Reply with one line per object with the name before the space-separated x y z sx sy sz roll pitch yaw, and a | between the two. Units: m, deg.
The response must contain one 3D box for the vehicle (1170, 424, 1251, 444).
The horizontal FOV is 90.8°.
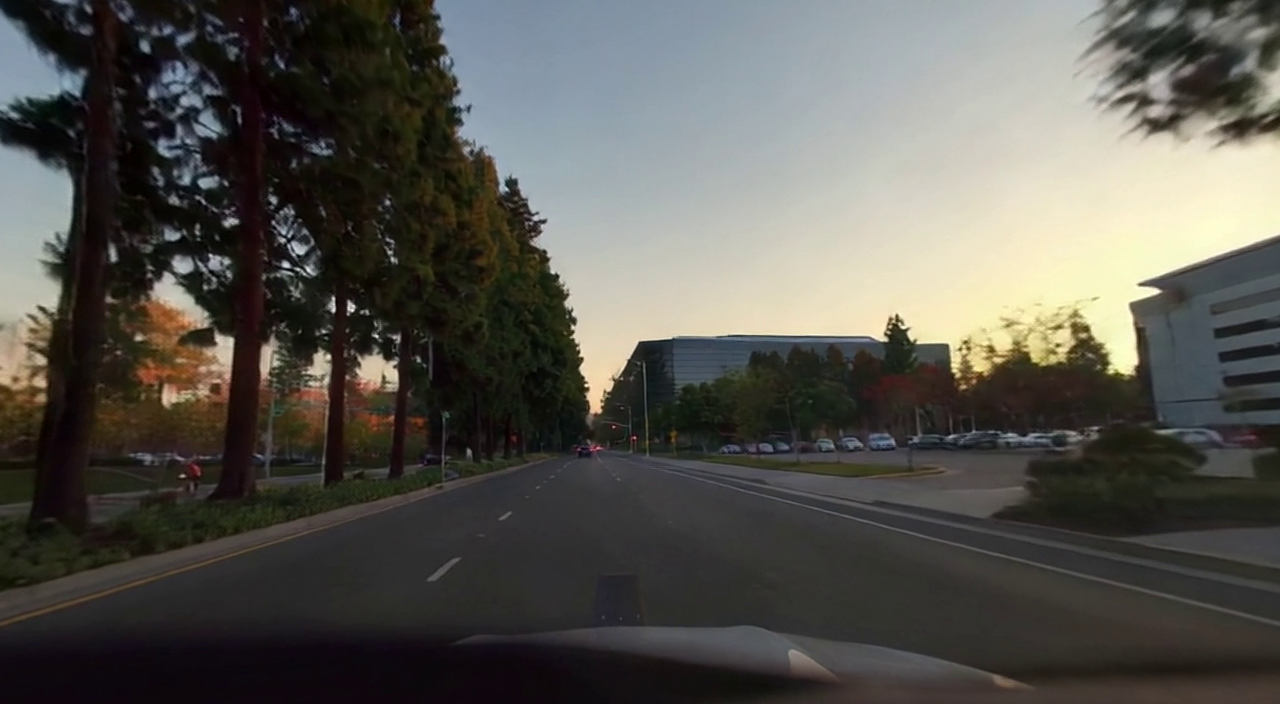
vehicle | 44.248 6.436 49.155 1.720 1.443 4.685 0 -8 -3
